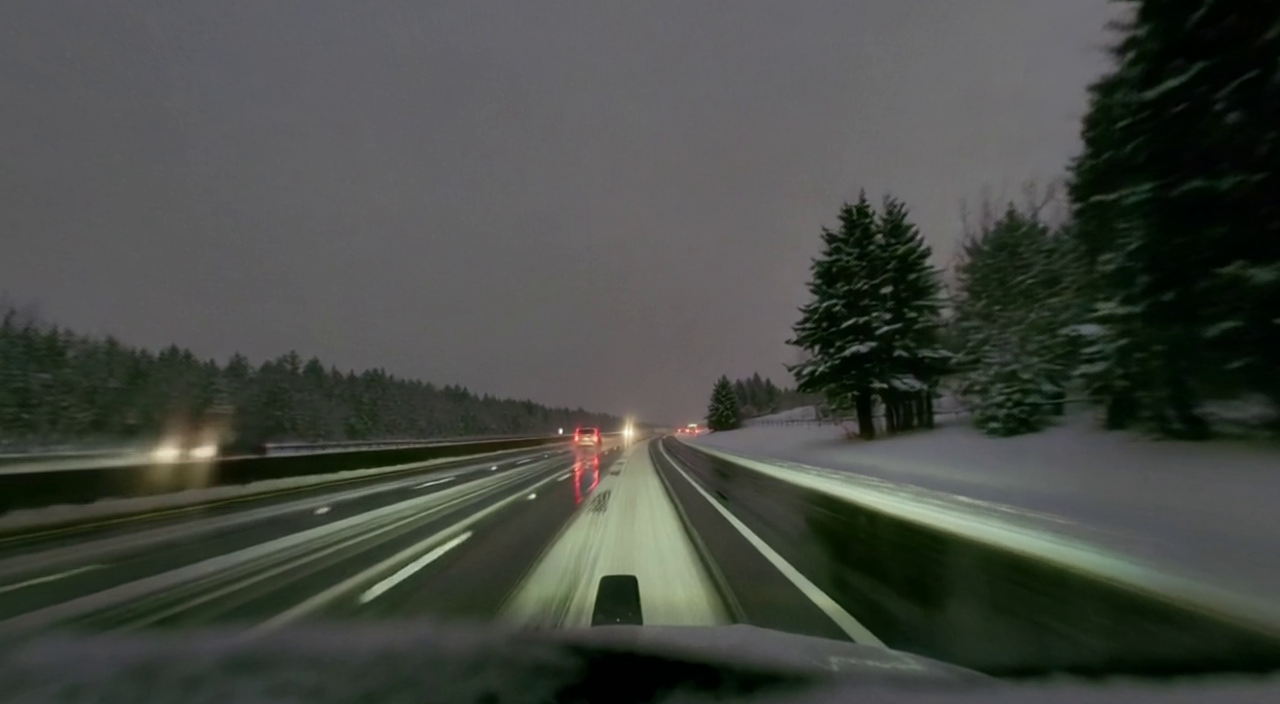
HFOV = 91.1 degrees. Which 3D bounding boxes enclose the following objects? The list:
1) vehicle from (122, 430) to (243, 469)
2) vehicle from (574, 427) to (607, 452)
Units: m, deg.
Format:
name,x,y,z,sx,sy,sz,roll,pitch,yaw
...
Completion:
name,x,y,z,sx,sy,sz,roll,pitch,yaw
vehicle,-19.359,4.125,26.872,1.881,1.517,4.312,0,-8,1
vehicle,-3.649,6.530,47.012,1.980,1.721,4.419,0,-8,1
